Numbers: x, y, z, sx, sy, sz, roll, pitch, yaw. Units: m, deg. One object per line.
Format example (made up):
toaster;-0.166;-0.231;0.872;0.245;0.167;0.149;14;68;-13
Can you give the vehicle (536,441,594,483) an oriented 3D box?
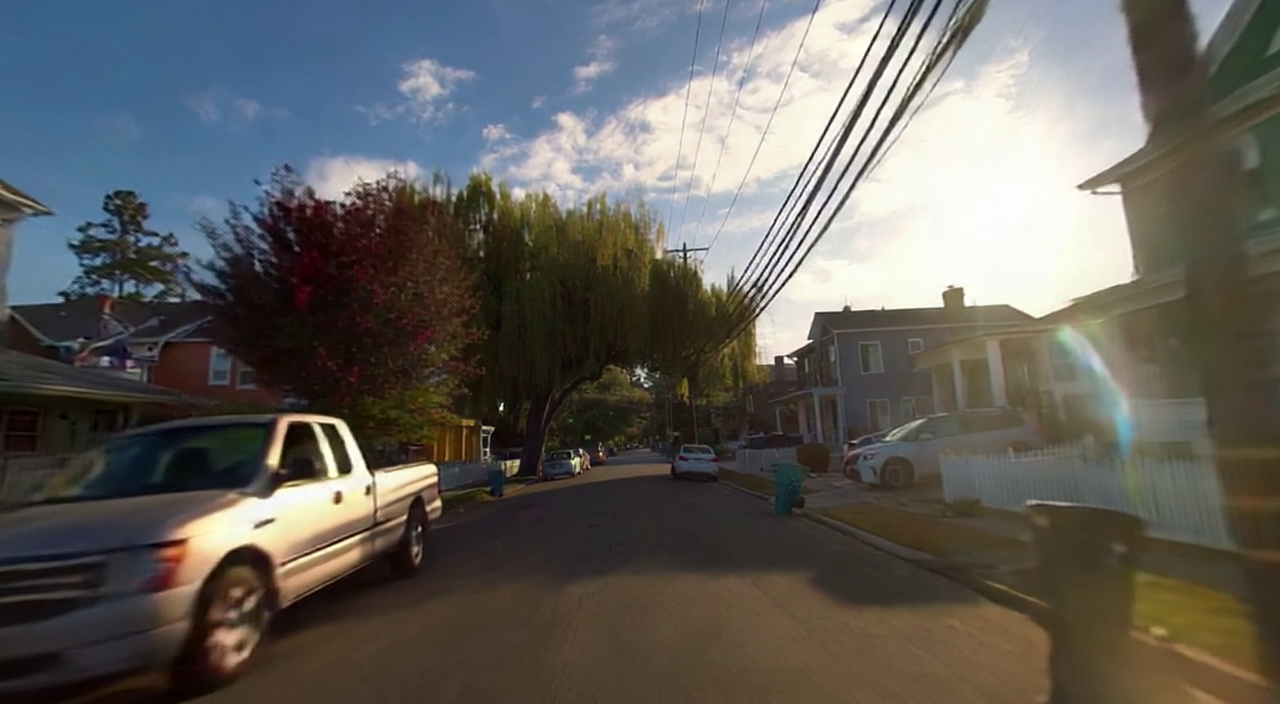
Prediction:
vehicle;-3.860;5.722;33.406;2.204;1.655;4.813;-9;-7;0

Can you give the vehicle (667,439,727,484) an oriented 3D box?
vehicle;2.302;4.532;26.647;2.043;1.631;4.613;-1;-7;-1

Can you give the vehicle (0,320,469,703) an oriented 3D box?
vehicle;-3.610;1.296;5.813;2.399;2.085;5.589;-3;-7;1

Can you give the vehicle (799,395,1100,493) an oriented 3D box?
vehicle;7.026;2.125;14.925;5.974;2.066;2.152;1;-6;0

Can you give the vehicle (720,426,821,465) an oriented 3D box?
vehicle;7.427;5.333;36.297;5.274;2.170;2.205;0;-7;-2

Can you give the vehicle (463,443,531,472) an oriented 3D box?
vehicle;-9.749;7.209;43.223;4.088;1.779;2.109;0;-5;3
